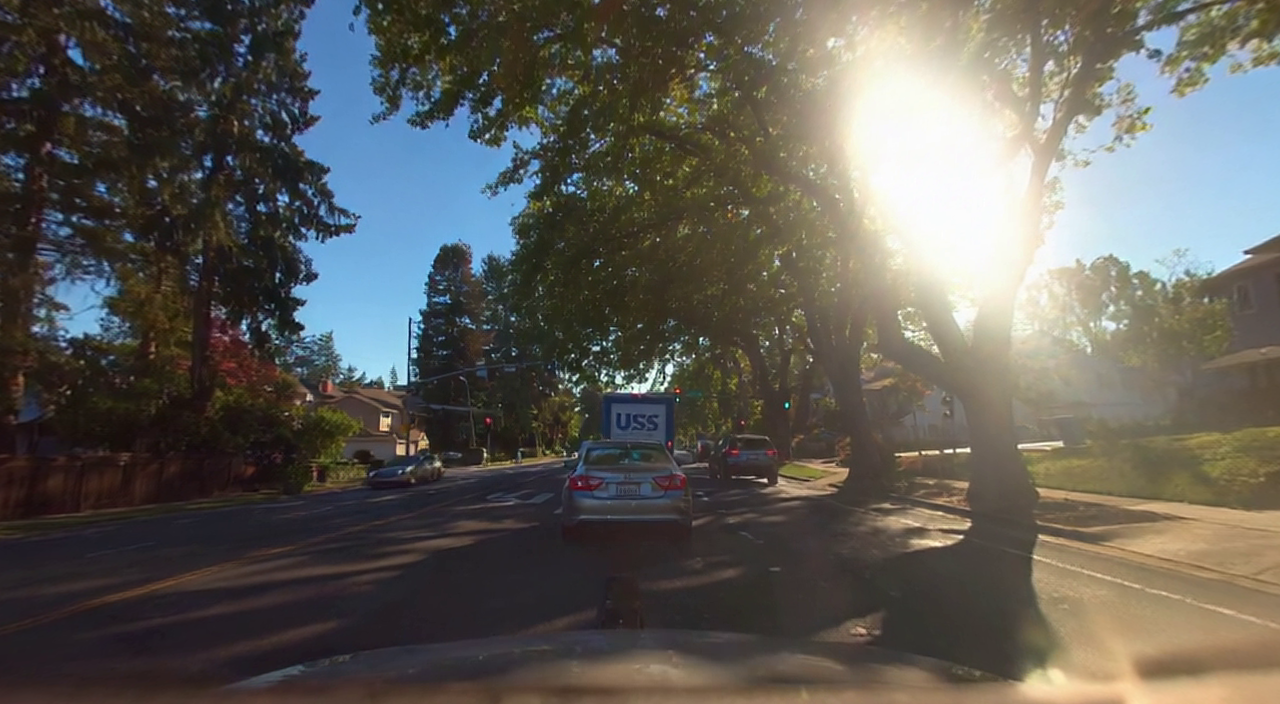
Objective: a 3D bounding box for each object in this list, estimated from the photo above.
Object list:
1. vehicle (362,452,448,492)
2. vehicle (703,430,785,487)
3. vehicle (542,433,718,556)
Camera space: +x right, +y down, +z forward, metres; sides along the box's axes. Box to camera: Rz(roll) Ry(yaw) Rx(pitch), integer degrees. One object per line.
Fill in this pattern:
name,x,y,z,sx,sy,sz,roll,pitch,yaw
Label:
vehicle,-9.760,4.985,26.638,1.950,1.467,4.270,0,-8,0
vehicle,3.651,3.835,23.052,2.145,1.847,4.524,0,-8,-1
vehicle,-0.158,2.044,9.858,2.135,1.483,4.207,0,-8,-1
